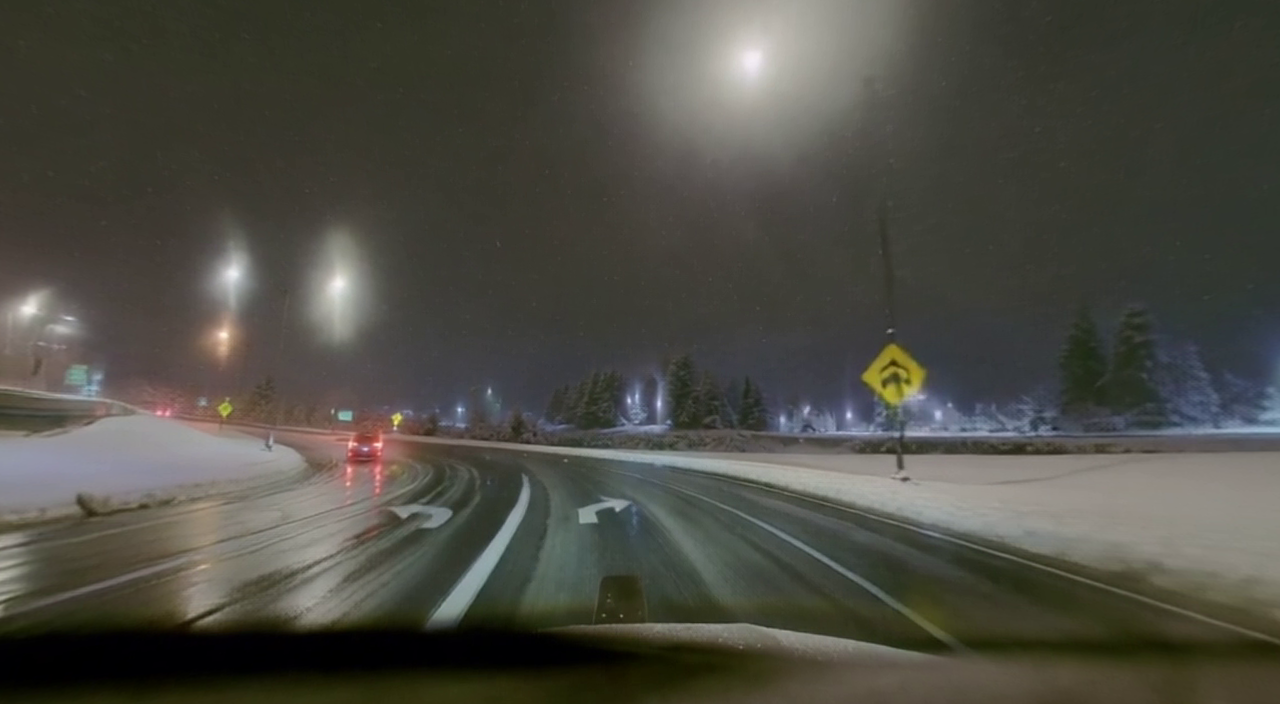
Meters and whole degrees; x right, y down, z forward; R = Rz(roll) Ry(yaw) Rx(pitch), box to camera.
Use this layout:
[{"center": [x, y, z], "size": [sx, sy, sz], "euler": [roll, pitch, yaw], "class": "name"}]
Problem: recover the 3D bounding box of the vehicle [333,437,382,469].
[{"center": [-15.497, 5.482, 34.392], "size": [2.234, 1.588, 4.484], "euler": [4, -10, -26], "class": "vehicle"}]
